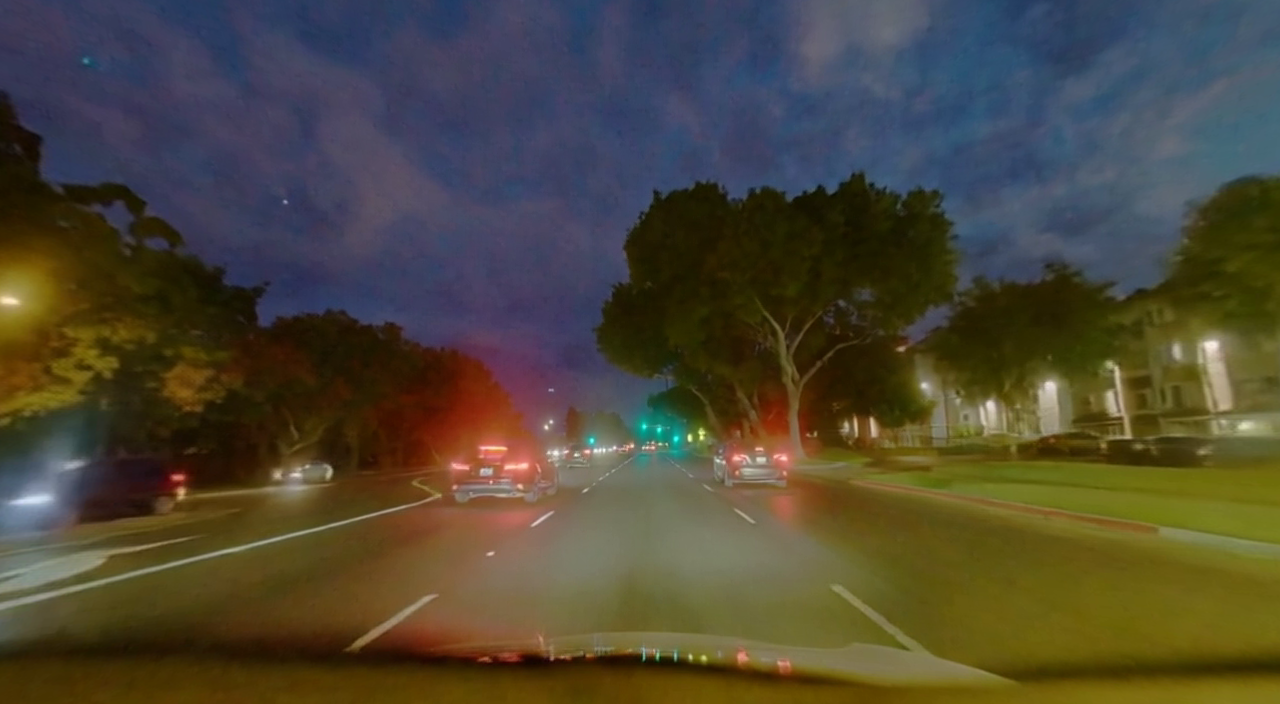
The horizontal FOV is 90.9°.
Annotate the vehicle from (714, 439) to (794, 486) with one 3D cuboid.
[{"bbox_3d":[3.867,3.836,22.214,2.010,1.486,4.498,0,-8,0],"label":"vehicle"}]

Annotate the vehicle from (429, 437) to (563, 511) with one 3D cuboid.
[{"bbox_3d":[-3.192,2.805,15.017,2.053,1.480,4.381,0,-8,1],"label":"vehicle"}]

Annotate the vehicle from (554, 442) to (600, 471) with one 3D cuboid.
[{"bbox_3d":[-3.451,5.858,35.487,1.988,1.497,4.404,0,-8,2],"label":"vehicle"}]

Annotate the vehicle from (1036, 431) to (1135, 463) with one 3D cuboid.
[{"bbox_3d":[24.089,5.138,34.295,1.754,1.461,4.491,-3,-8,-6],"label":"vehicle"}]

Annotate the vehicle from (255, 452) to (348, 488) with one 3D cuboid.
[{"bbox_3d":[-19.186,6.653,36.043,2.240,1.805,5.313,0,-8,2],"label":"vehicle"}]

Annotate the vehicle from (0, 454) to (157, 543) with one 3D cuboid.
[{"bbox_3d":[-12.457,2.879,12.760,1.868,1.522,4.326,0,-8,1],"label":"vehicle"}]

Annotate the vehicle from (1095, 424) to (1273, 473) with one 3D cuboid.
[{"bbox_3d":[18.060,3.260,21.281,1.843,1.484,4.526,0,-9,-2],"label":"vehicle"}]
